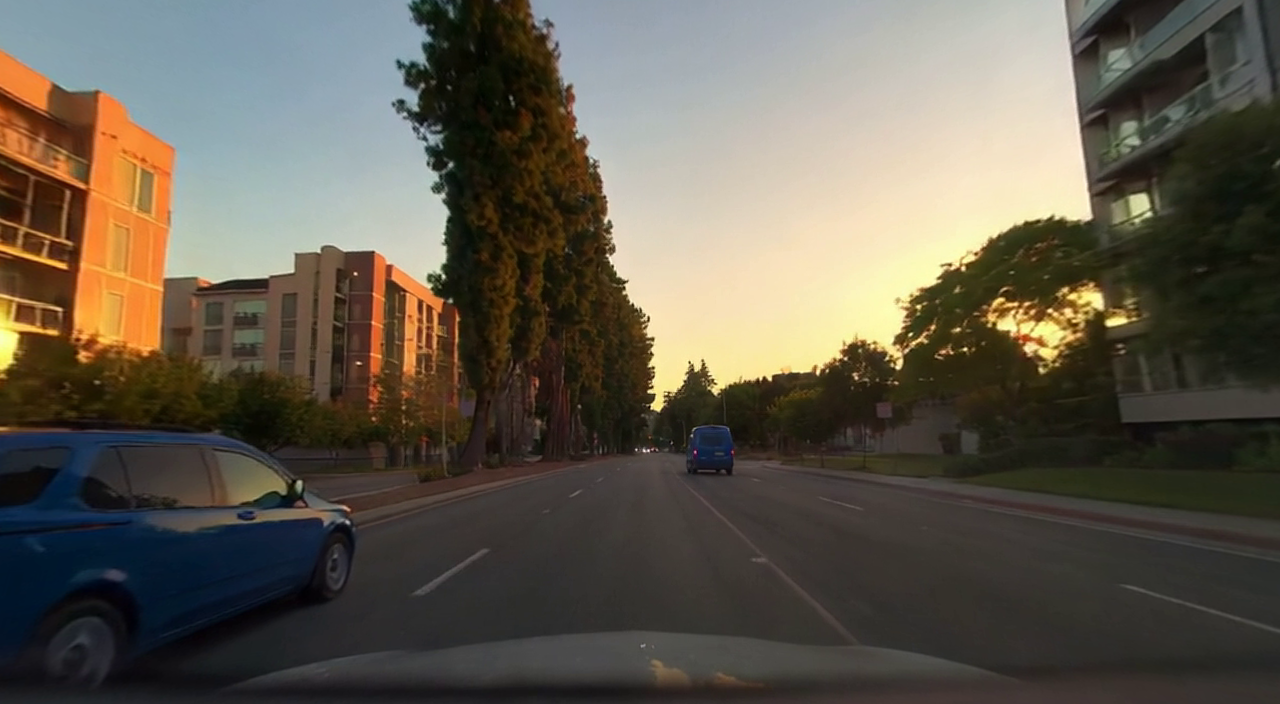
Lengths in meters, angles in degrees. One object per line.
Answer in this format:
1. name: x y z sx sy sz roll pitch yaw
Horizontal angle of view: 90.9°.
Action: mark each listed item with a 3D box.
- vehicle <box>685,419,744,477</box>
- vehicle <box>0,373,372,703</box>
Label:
1. vehicle: 3.647 4.907 32.174 2.349 2.671 5.744 0 -9 0
2. vehicle: -3.591 1.032 3.469 2.129 1.602 4.532 0 -9 1
